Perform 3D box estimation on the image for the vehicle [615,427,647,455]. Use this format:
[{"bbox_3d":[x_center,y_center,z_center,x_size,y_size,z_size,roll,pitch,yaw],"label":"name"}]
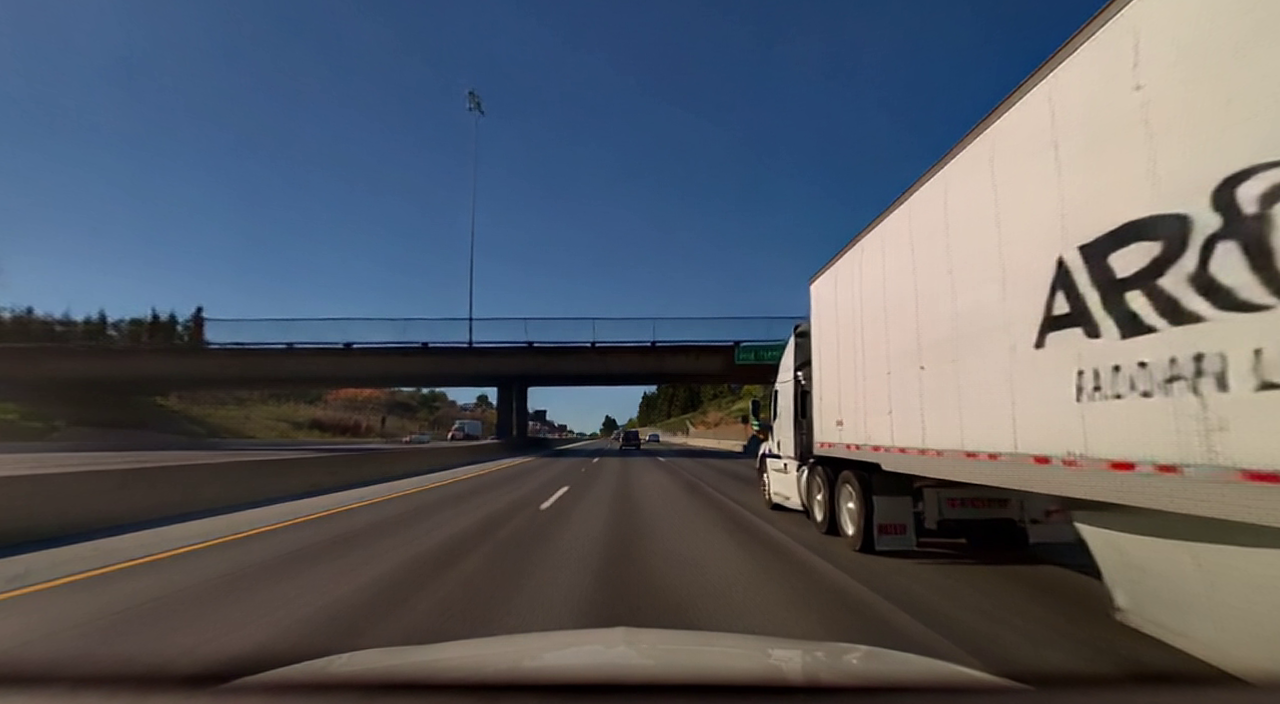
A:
[{"bbox_3d":[-0.717,6.540,46.348,2.277,1.913,4.510,0,-8,-2],"label":"vehicle"}]
